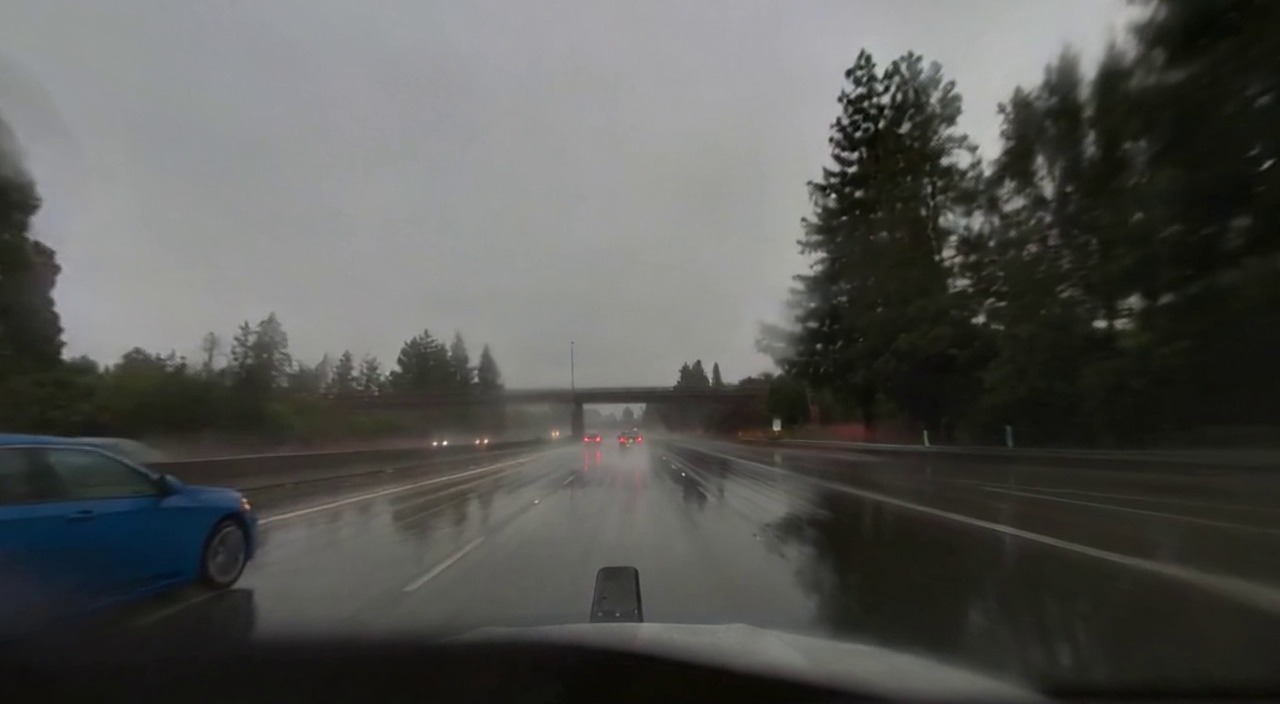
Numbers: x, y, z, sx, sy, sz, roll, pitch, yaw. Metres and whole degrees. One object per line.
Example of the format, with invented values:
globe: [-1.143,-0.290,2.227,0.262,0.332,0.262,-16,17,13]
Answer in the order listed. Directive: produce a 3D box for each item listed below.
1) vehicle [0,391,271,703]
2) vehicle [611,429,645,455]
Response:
vehicle: [-4.084,0.954,2.943,2.017,1.537,4.496,0,-8,-1]
vehicle: [-0.797,5.987,41.853,2.116,1.625,4.004,0,-8,-1]
